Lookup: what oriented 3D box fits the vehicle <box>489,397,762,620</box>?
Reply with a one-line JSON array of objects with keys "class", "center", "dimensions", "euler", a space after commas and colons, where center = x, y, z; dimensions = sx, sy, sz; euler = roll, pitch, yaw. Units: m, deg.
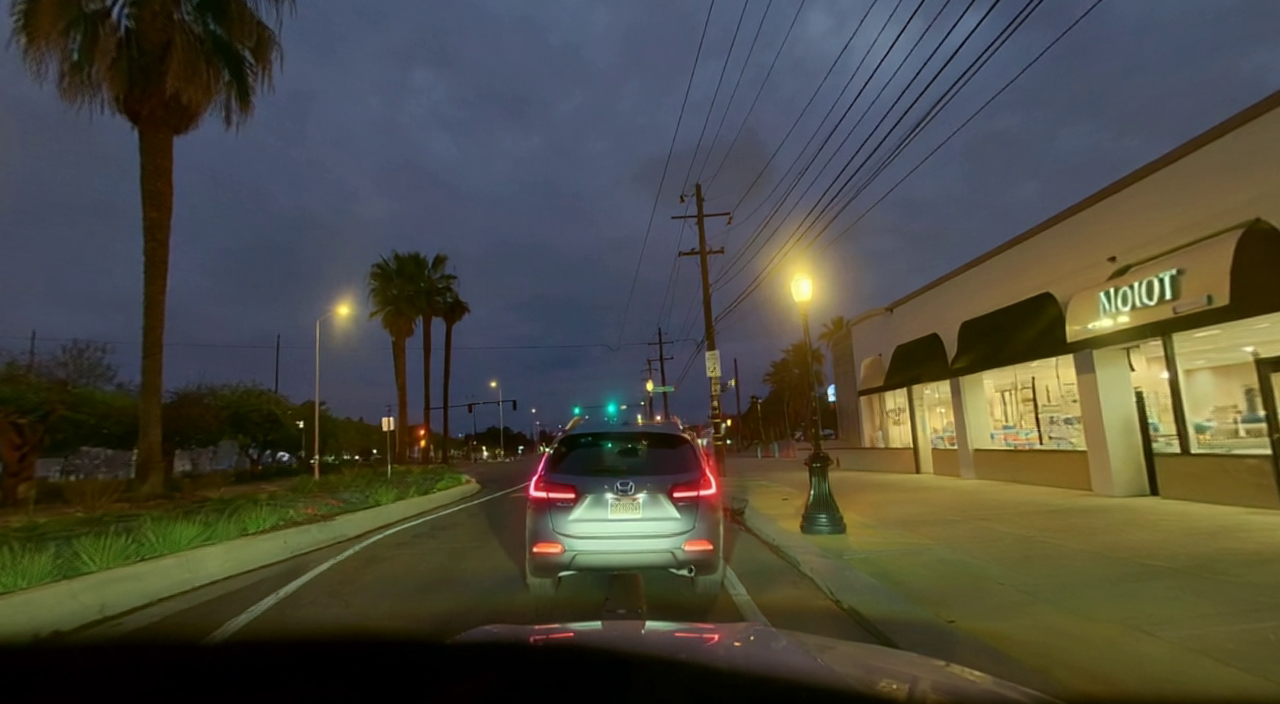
[{"class": "vehicle", "center": [-0.196, 1.482, 6.849], "dimensions": [2.105, 1.702, 3.750], "euler": [0, -8, -3]}]
